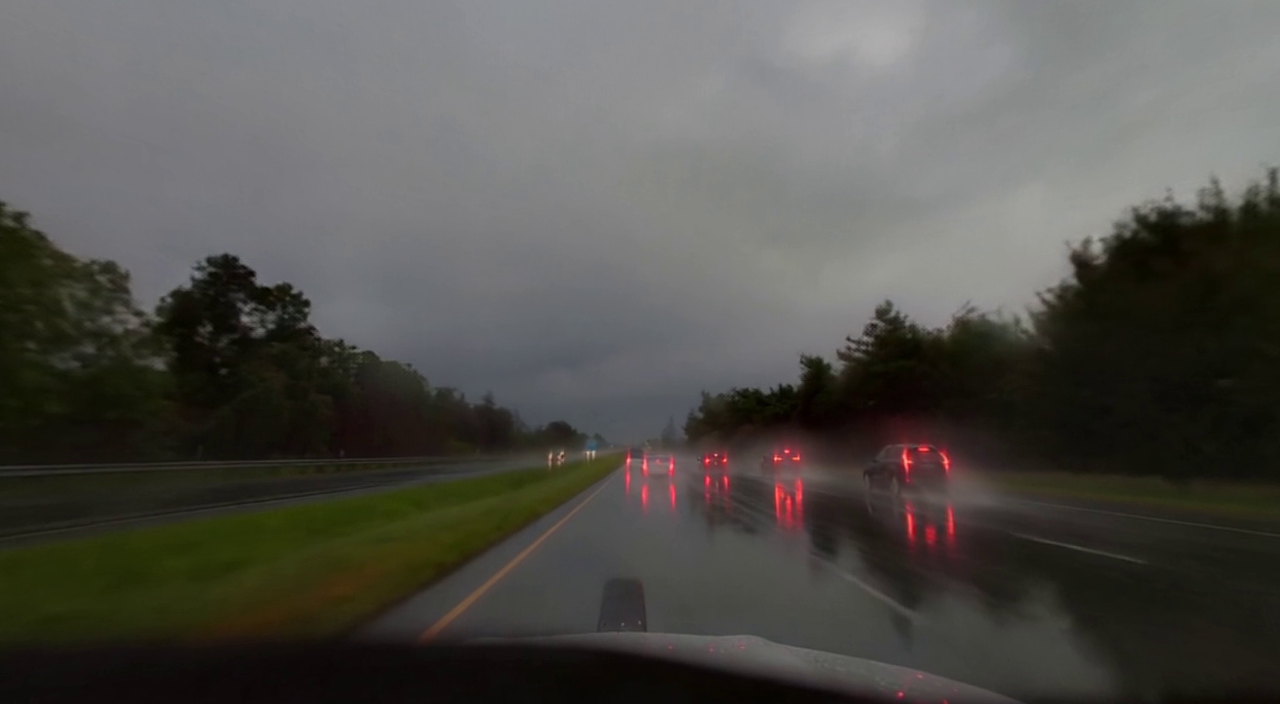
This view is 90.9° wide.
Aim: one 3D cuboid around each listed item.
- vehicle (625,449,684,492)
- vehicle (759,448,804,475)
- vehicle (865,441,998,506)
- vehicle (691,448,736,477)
[{"bbox_3d":[0.511,4.372,23.587,2.020,1.426,3.702,0,-9,0],"label":"vehicle"},{"bbox_3d":[8.936,6.903,40.023,1.957,1.594,3.632,0,-9,-1],"label":"vehicle"},{"bbox_3d":[7.891,3.303,17.509,1.847,1.554,3.752,0,-9,-1],"label":"vehicle"},{"bbox_3d":[4.162,6.325,36.250,1.981,1.518,4.029,0,-9,-1],"label":"vehicle"}]
